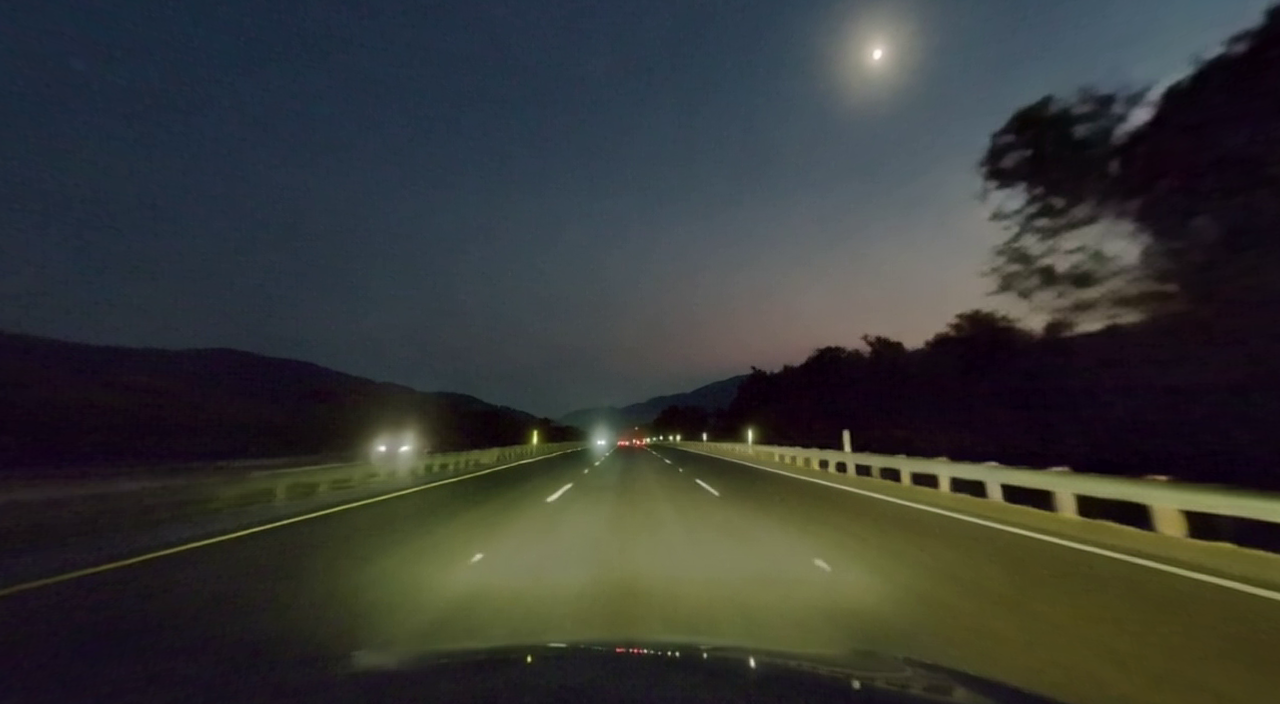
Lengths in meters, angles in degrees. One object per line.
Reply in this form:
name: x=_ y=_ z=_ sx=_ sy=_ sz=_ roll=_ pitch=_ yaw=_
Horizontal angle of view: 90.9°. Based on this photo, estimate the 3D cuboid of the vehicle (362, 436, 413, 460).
vehicle: x=-16.973 y=6.446 z=42.529 sx=1.846 sy=1.553 sz=3.782 roll=0 pitch=-7 yaw=0
